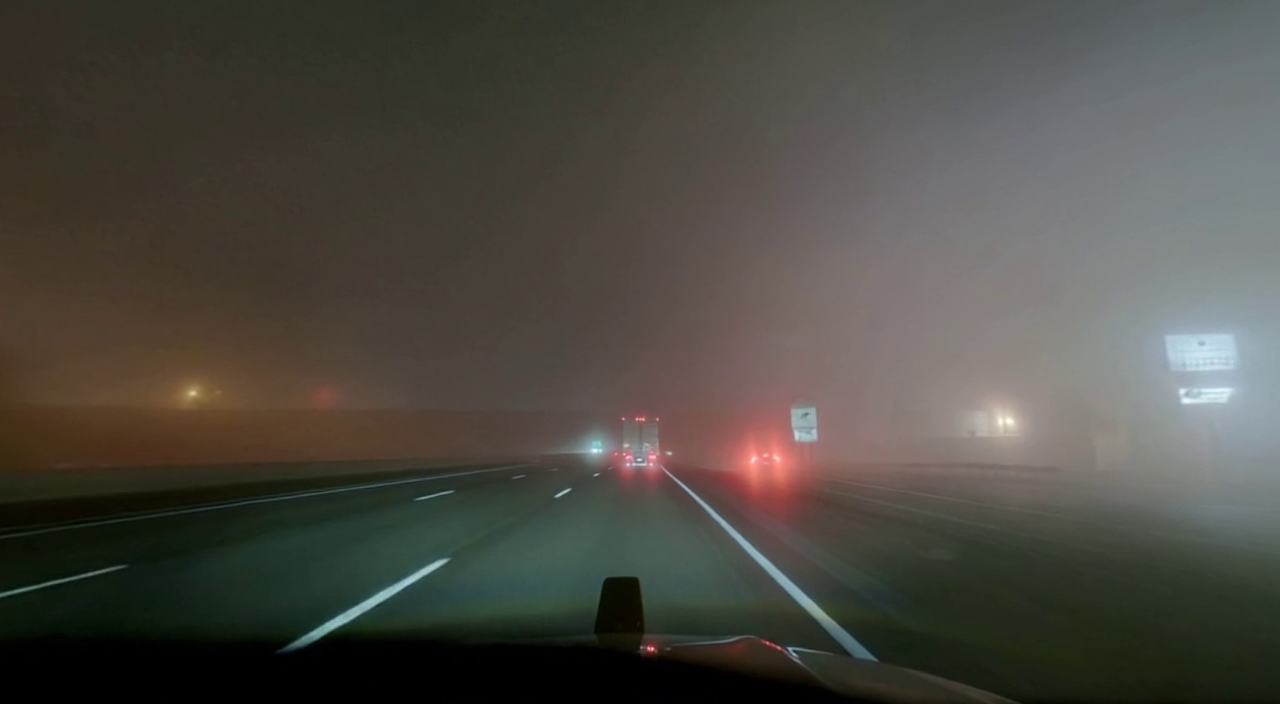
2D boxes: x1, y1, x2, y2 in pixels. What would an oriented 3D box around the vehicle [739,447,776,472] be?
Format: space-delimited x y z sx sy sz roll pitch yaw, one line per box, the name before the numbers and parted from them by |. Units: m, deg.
vehicle | 7.374 6.729 39.749 1.660 1.497 3.594 0 -9 1
